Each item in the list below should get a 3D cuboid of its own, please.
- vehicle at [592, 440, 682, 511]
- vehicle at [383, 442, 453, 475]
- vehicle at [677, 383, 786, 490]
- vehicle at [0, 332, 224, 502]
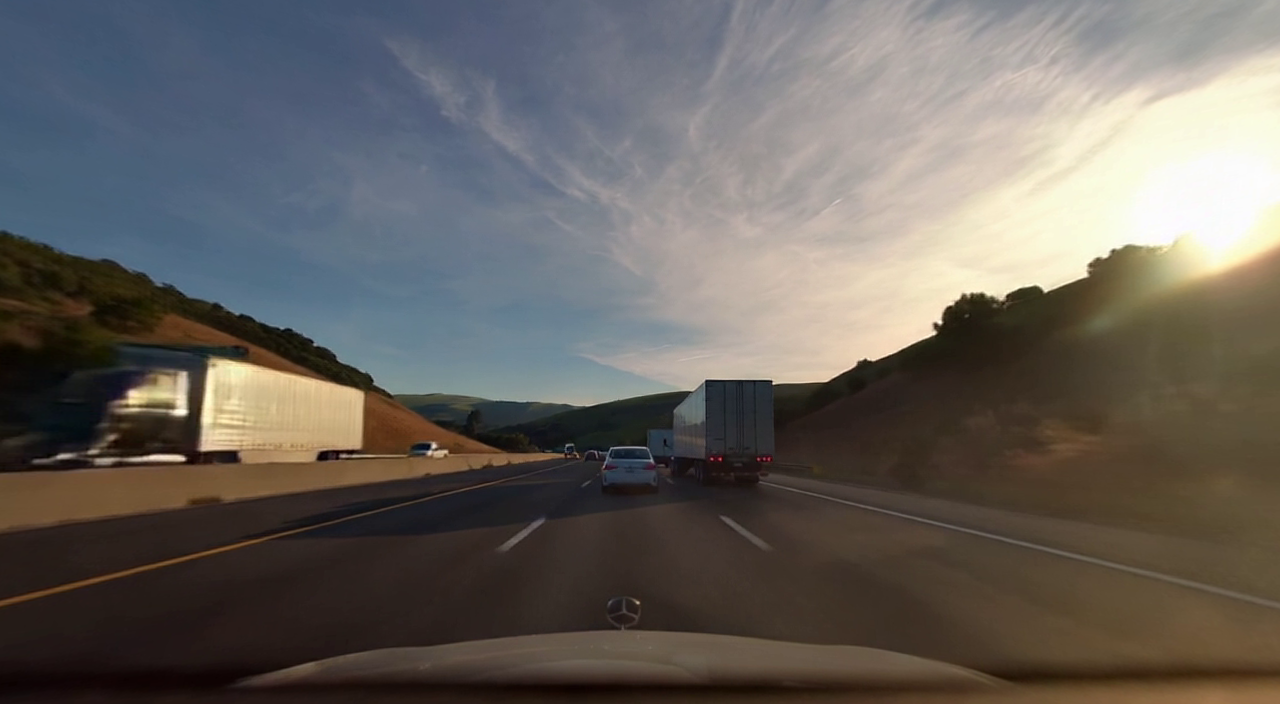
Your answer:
[{"bbox_3d":[-0.090,3.218,16.783,2.109,1.639,3.768,0,-9,-1],"label":"vehicle"},{"bbox_3d":[-12.085,5.831,34.678,2.105,1.656,4.746,0,-9,0],"label":"vehicle"},{"bbox_3d":[3.850,4.284,30.882,2.812,4.024,14.098,0,-9,-2],"label":"vehicle"},{"bbox_3d":[-15.259,1.954,17.689,2.985,3.964,5.868,0,-9,-1],"label":"vehicle"}]
